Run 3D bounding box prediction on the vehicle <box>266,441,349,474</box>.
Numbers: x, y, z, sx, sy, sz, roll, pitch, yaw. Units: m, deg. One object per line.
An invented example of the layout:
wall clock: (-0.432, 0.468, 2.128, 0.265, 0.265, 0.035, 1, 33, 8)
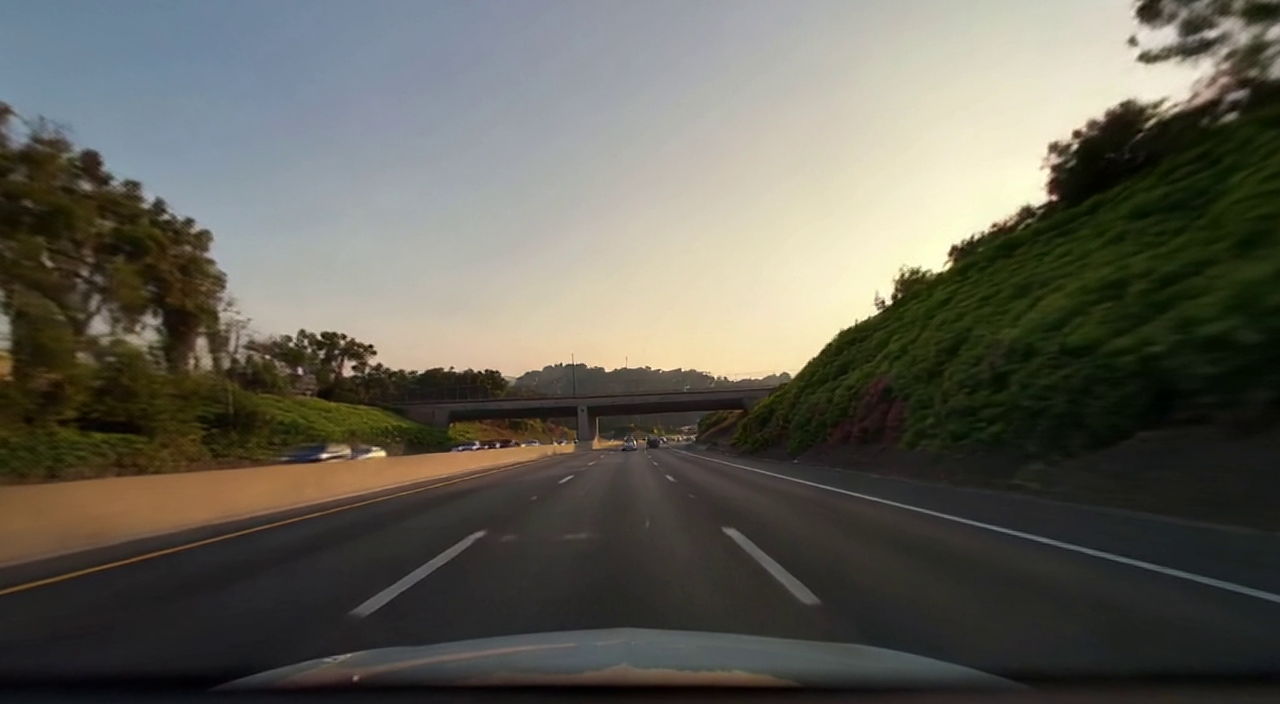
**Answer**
vehicle: (-16.702, 5.290, 31.963, 1.847, 1.481, 4.445, 0, -8, -1)
